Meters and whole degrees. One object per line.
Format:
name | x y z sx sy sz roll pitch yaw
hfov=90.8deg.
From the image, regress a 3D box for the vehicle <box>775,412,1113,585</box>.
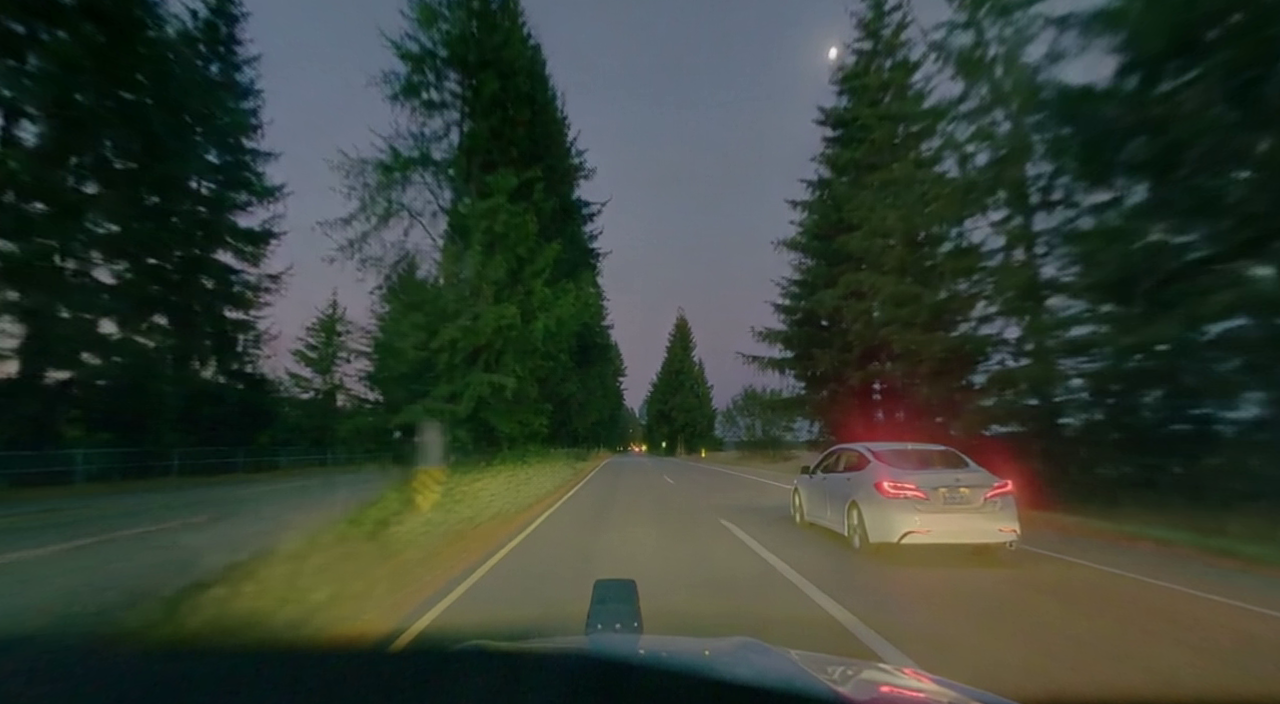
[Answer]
vehicle | 3.340 1.710 8.266 2.060 1.584 4.592 0 -8 -1
